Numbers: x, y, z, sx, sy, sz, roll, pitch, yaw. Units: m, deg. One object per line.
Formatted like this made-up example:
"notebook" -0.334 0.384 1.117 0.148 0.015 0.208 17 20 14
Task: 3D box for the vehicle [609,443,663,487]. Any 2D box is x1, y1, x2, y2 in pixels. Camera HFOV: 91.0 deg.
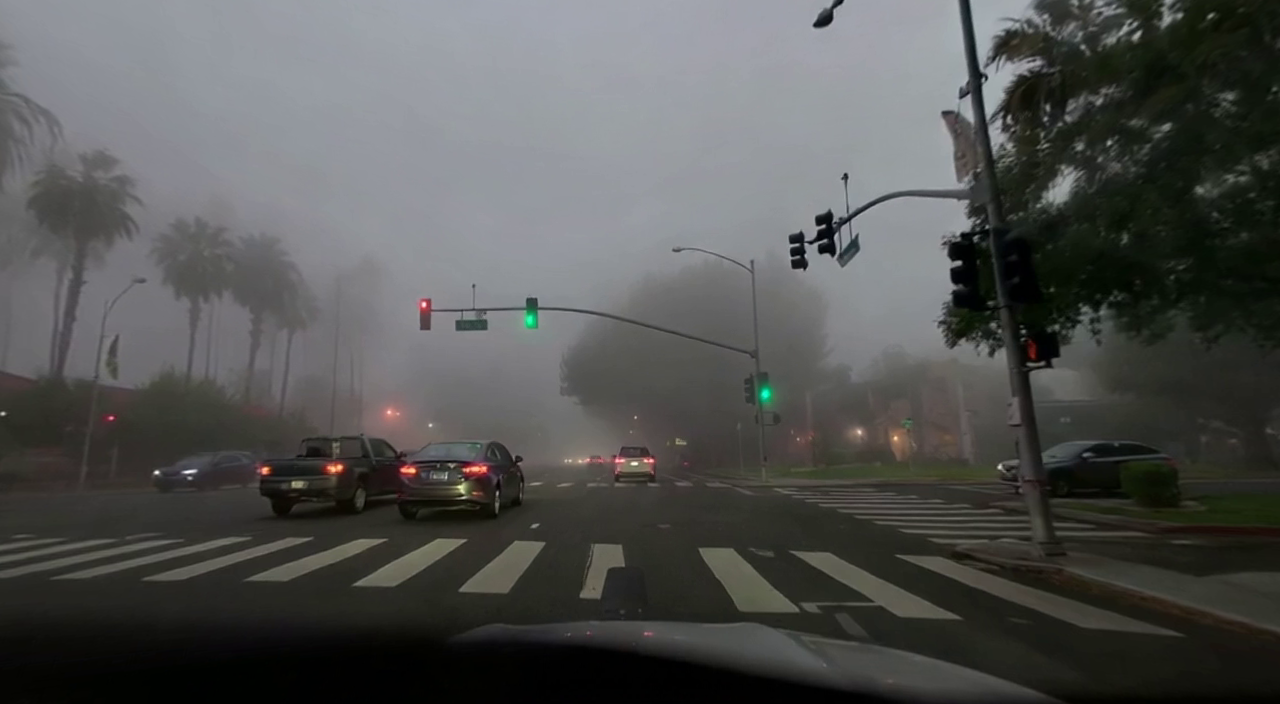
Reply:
"vehicle" -0.177 5.102 28.672 2.280 1.803 4.240 0 -9 0

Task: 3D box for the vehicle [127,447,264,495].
"vehicle" -18.590 4.963 26.691 2.323 1.828 4.675 0 -9 0

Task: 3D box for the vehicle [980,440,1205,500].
"vehicle" 12.336 3.230 17.436 4.649 1.496 2.061 0 -9 -1

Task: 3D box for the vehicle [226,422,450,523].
"vehicle" -7.094 2.935 15.988 2.457 2.010 6.330 0 -9 1

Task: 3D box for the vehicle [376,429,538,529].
"vehicle" -3.749 2.688 13.928 2.116 1.806 4.516 0 -9 1
